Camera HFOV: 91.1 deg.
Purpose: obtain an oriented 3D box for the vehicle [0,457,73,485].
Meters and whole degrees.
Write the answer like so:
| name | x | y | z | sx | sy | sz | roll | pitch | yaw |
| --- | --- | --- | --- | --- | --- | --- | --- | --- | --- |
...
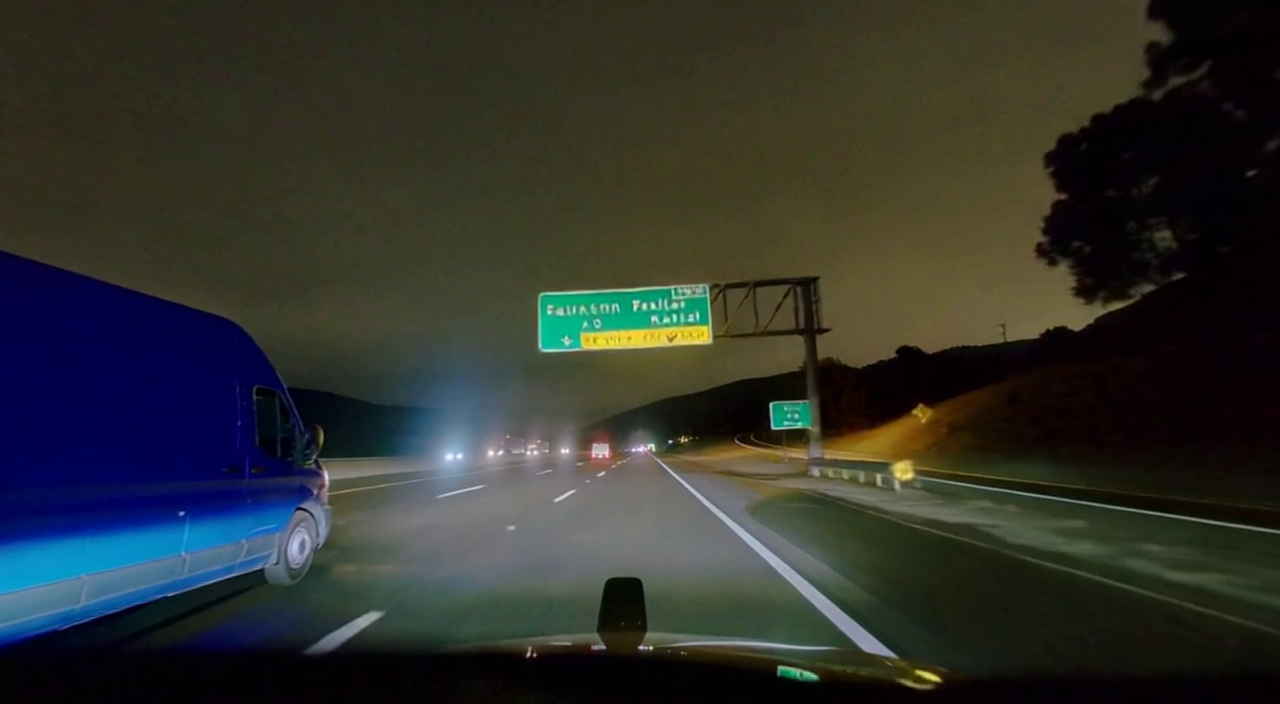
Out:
| name | x | y | z | sx | sy | sz | roll | pitch | yaw |
| --- | --- | --- | --- | --- | --- | --- | --- | --- | --- |
| vehicle | -37.663 | 7.196 | 38.324 | 1.868 | 1.486 | 4.731 | 0 | -8 | -3 |
